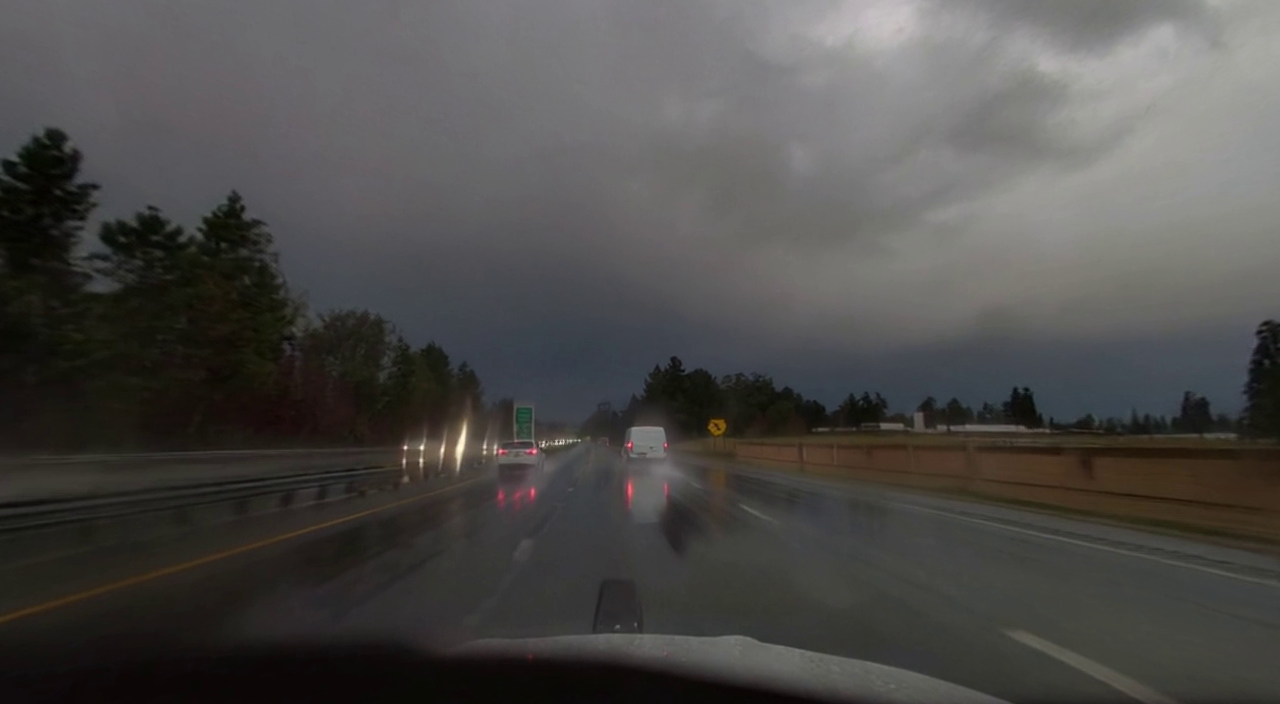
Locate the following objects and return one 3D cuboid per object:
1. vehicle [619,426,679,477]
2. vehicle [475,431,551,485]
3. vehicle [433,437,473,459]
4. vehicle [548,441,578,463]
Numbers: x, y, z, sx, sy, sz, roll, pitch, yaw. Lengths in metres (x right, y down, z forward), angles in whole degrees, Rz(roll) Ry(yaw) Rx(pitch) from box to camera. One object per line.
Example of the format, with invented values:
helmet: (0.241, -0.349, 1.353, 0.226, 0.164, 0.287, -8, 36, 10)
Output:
vehicle: (0.267, 4.173, 26.378, 2.179, 1.930, 4.538, 0, -9, -3)
vehicle: (-4.422, 3.759, 22.444, 1.963, 1.711, 4.284, 0, -9, -2)
vehicle: (-14.688, 7.593, 49.499, 1.915, 1.638, 4.443, 0, -9, -2)
vehicle: (-5.533, 7.261, 45.422, 1.809, 1.510, 4.235, 0, -9, -2)
